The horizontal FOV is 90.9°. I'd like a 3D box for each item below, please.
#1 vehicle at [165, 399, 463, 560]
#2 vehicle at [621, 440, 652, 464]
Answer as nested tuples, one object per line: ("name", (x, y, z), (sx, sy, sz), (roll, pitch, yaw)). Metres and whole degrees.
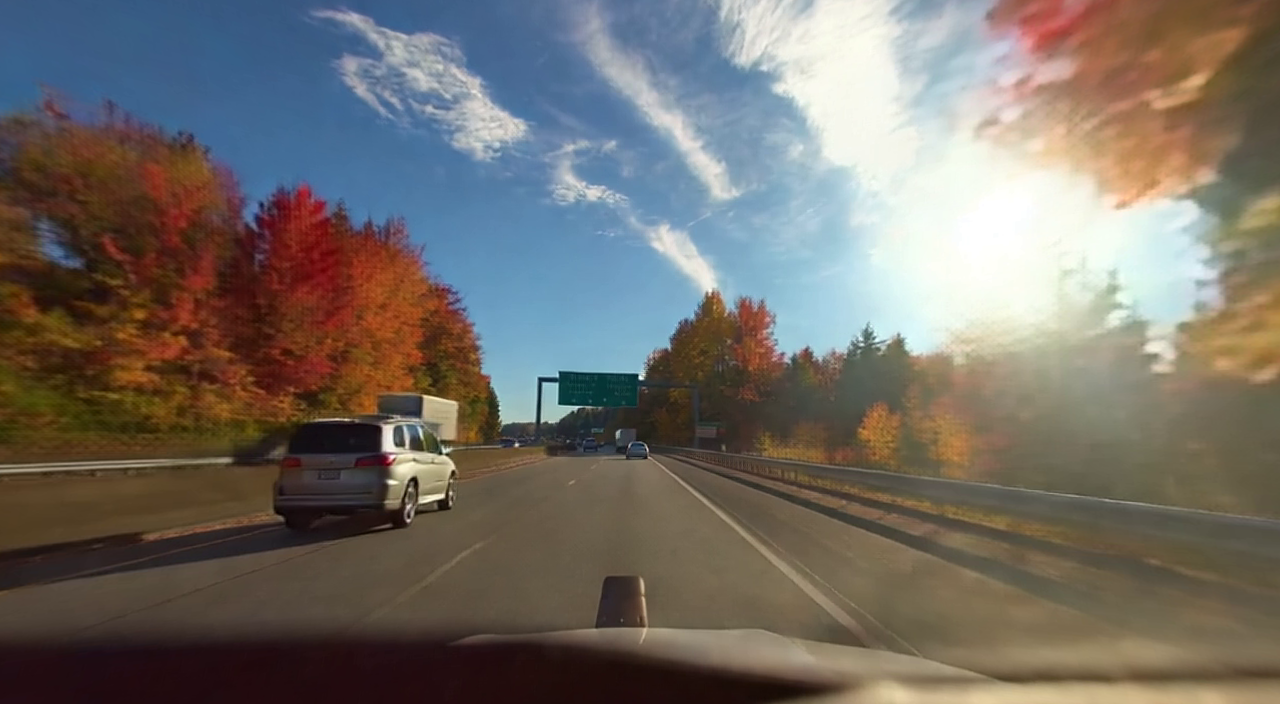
("vehicle", (-4.109, 1.681, 8.945), (1.924, 1.720, 4.195), (0, -8, 0))
("vehicle", (-0.257, 6.558, 41.546), (1.939, 1.497, 3.863), (0, -8, -1))
